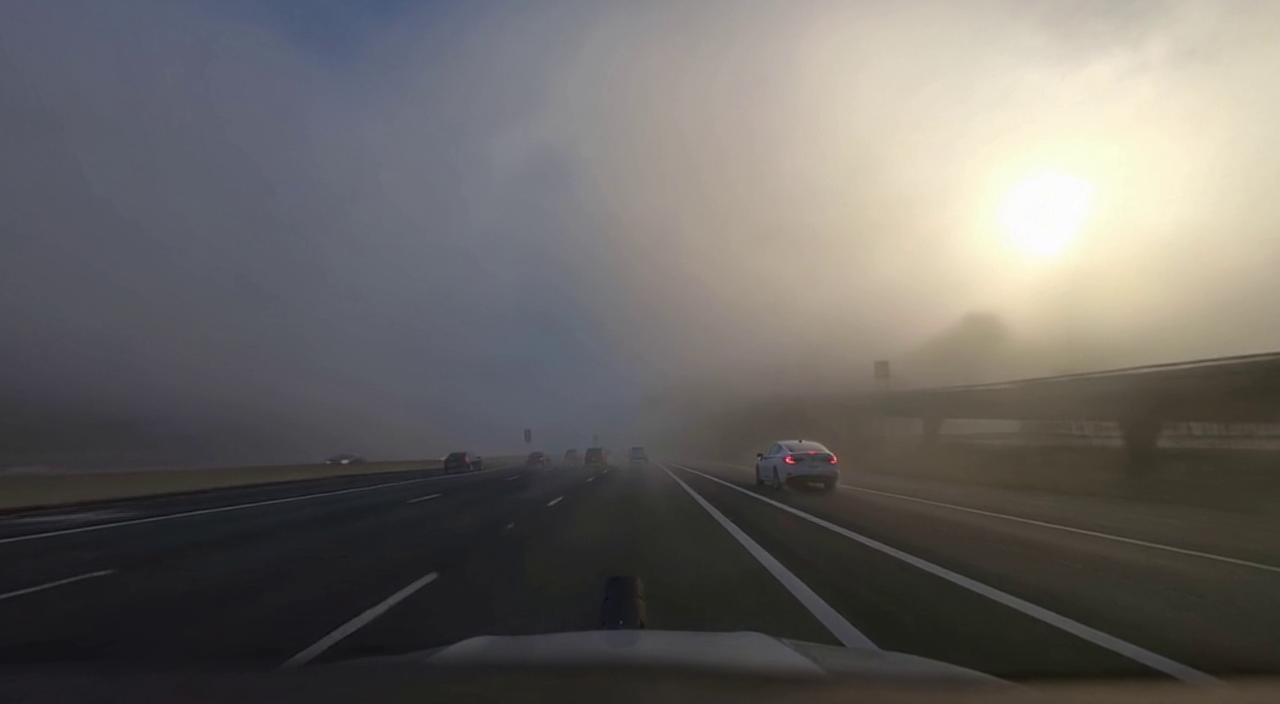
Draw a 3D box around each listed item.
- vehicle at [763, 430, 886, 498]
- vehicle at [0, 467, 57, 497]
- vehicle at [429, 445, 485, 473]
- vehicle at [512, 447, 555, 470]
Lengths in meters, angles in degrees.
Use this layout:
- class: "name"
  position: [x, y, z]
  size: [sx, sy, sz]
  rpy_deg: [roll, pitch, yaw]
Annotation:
- class: "vehicle"
  position: [5.458, 3.396, 19.479]
  size: [2.259, 1.816, 4.862]
  rpy_deg: [0, -9, -1]
- class: "vehicle"
  position: [-35.229, 7.207, 35.025]
  size: [1.766, 1.465, 4.019]
  rpy_deg: [0, -9, -1]
- class: "vehicle"
  position: [-11.478, 6.714, 39.807]
  size: [2.107, 1.628, 4.446]
  rpy_deg: [0, -9, 0]
- class: "vehicle"
  position: [-7.382, 7.430, 44.106]
  size: [2.071, 1.486, 4.703]
  rpy_deg: [0, -9, 1]
